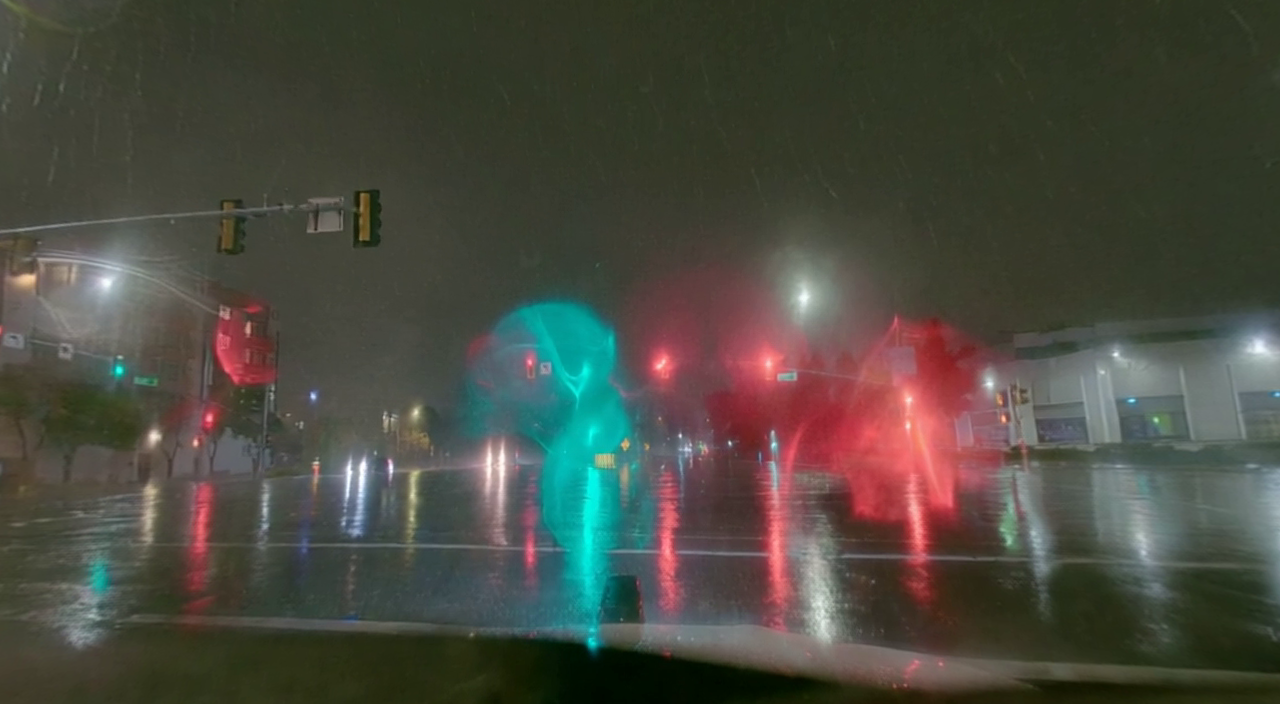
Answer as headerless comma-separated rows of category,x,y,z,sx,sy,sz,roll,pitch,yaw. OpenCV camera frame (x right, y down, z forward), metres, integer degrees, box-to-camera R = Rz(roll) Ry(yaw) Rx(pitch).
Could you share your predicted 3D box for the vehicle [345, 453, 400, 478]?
vehicle,-18.827,8.003,44.708,1.933,1.664,4.255,0,-9,1
